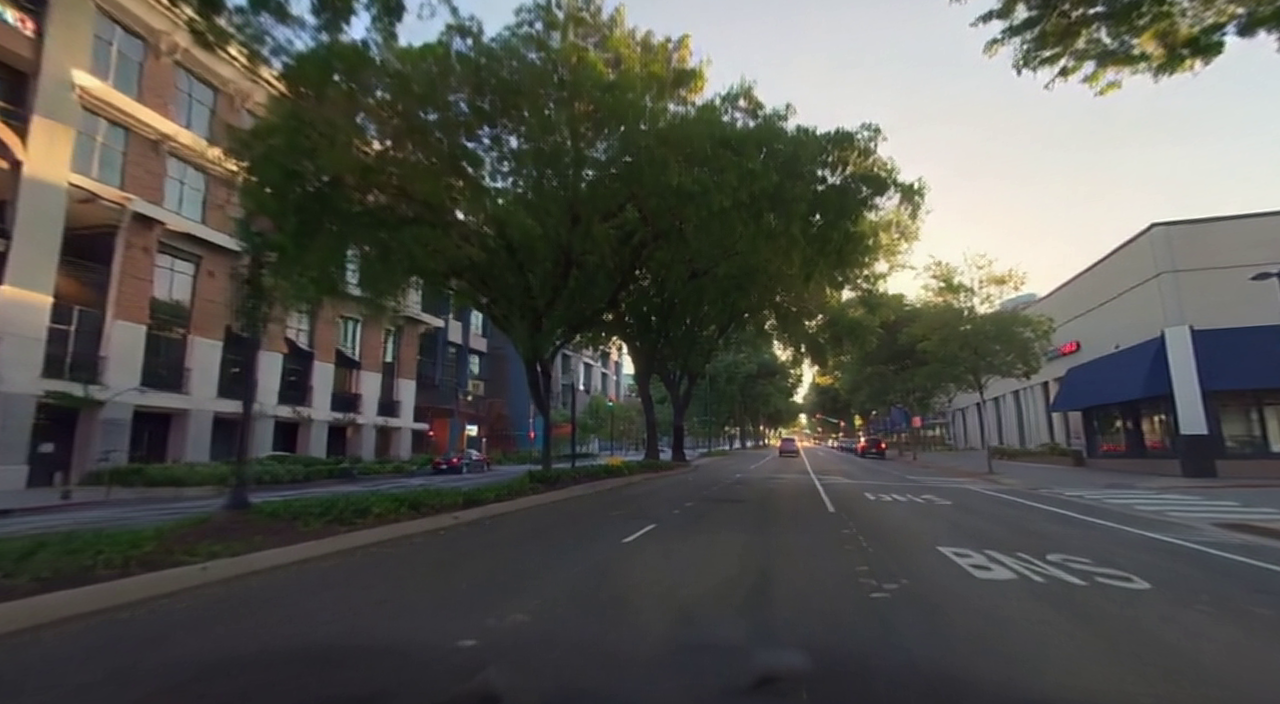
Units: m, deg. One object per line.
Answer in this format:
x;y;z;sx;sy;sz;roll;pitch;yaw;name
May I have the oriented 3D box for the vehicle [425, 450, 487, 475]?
-11.748;7.052;40.657;1.840;1.440;4.442;-4;-9;15;vehicle
